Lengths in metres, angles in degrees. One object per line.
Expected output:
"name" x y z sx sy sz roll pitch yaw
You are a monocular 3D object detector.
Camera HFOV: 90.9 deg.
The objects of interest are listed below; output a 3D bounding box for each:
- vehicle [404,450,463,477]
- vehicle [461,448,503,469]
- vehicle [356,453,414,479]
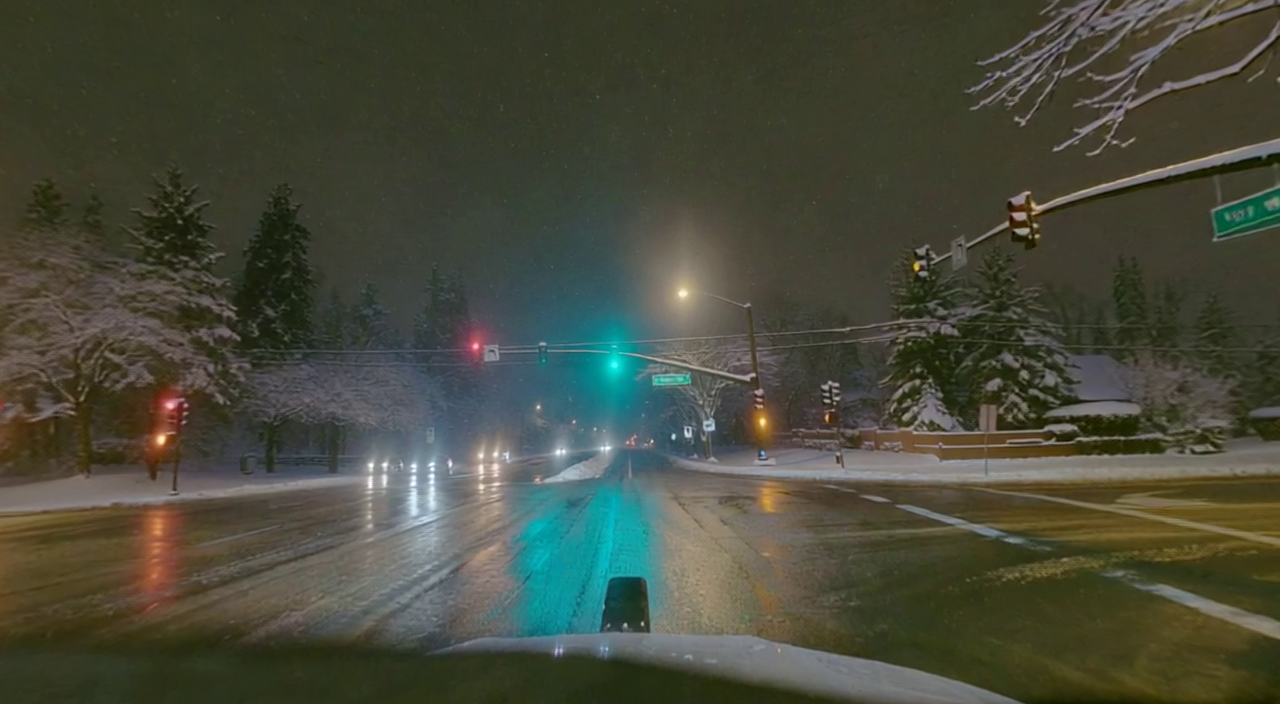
"vehicle" -12.497 6.741 38.416 2.028 1.455 4.421 0 -8 1
"vehicle" -11.846 8.011 47.549 1.980 1.452 4.318 0 -8 2
"vehicle" -16.108 7.204 40.065 1.830 1.440 4.351 0 -8 1
